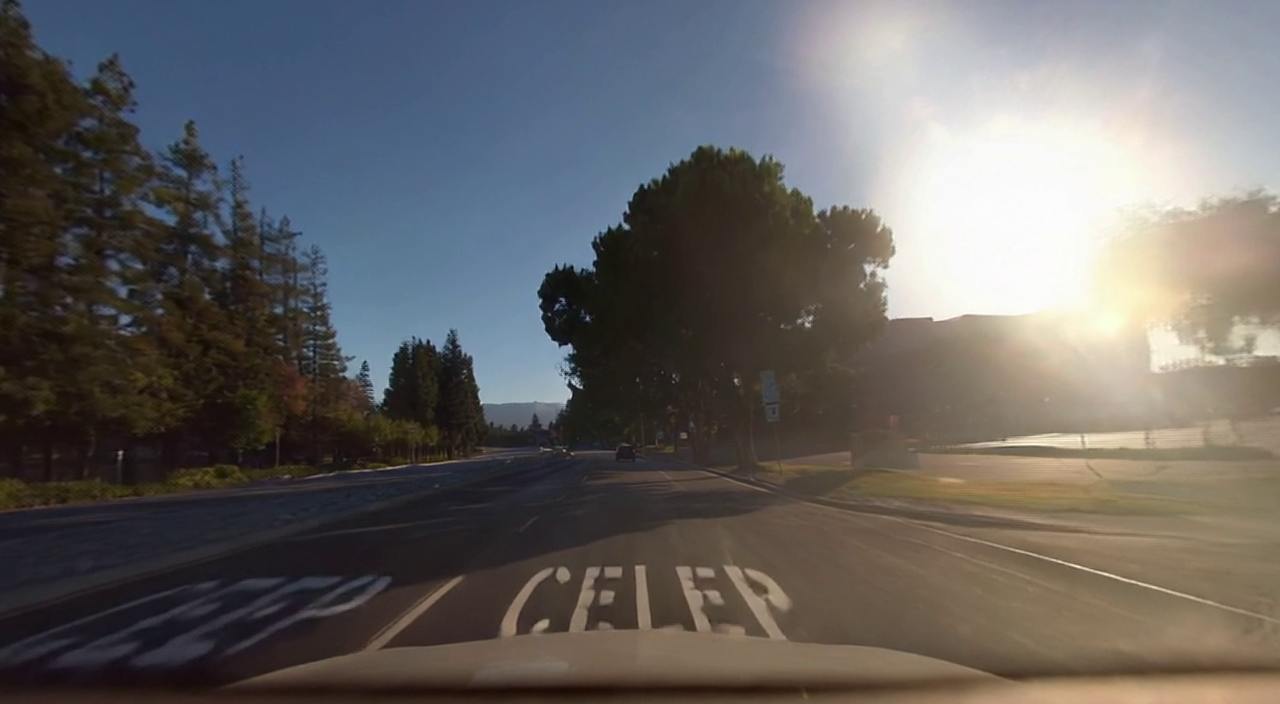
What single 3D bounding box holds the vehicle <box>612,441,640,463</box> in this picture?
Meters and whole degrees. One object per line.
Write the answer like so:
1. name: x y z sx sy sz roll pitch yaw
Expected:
1. vehicle: -1.089 7.616 48.256 2.045 1.613 4.210 0 -8 -1
